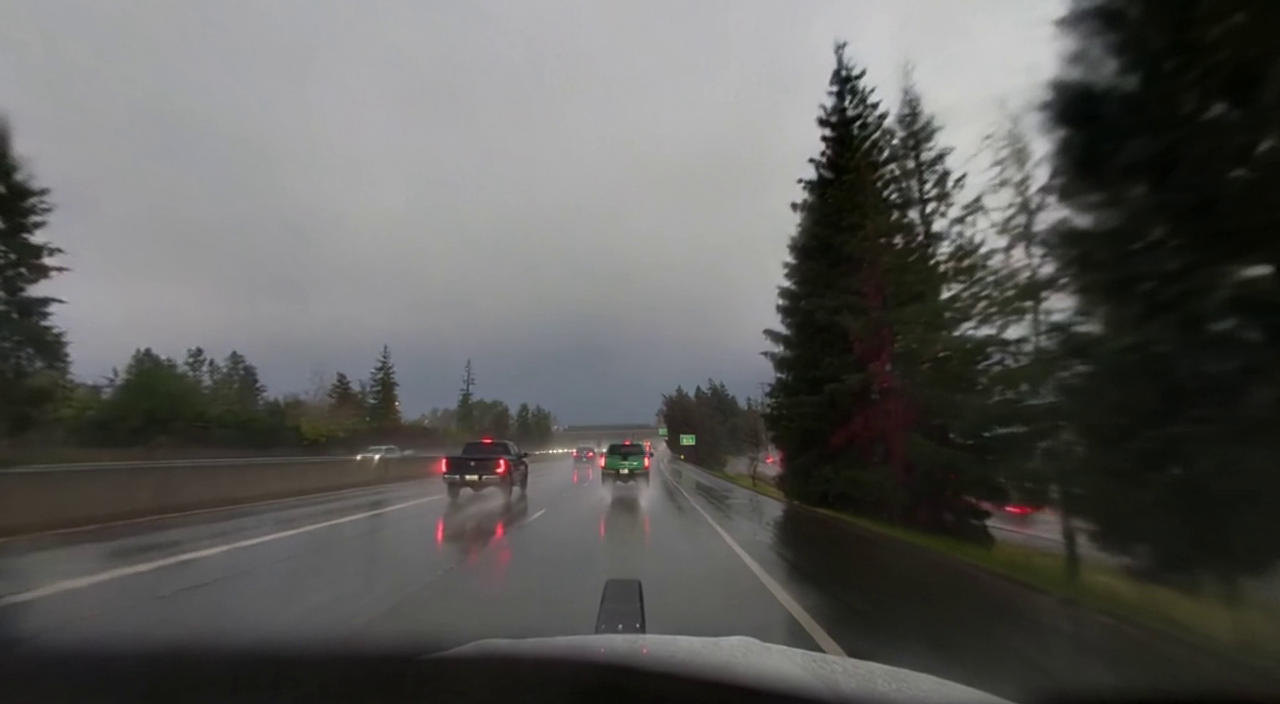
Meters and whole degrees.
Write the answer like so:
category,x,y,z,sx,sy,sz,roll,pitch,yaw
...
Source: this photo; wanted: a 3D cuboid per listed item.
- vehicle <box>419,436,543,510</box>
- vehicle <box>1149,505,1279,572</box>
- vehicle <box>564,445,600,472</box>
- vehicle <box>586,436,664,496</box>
category,x,y,z,sx,sy,sz,roll,pitch,yaw
vehicle,-4.129,3.221,17.429,2.038,1.704,5.181,0,-8,0
vehicle,20.252,6.311,21.782,1.956,1.594,4.425,-1,-8,5
vehicle,-4.042,7.518,44.683,1.991,1.776,4.333,0,-8,2
vehicle,-0.418,3.687,20.836,2.293,1.753,4.380,0,-8,1
